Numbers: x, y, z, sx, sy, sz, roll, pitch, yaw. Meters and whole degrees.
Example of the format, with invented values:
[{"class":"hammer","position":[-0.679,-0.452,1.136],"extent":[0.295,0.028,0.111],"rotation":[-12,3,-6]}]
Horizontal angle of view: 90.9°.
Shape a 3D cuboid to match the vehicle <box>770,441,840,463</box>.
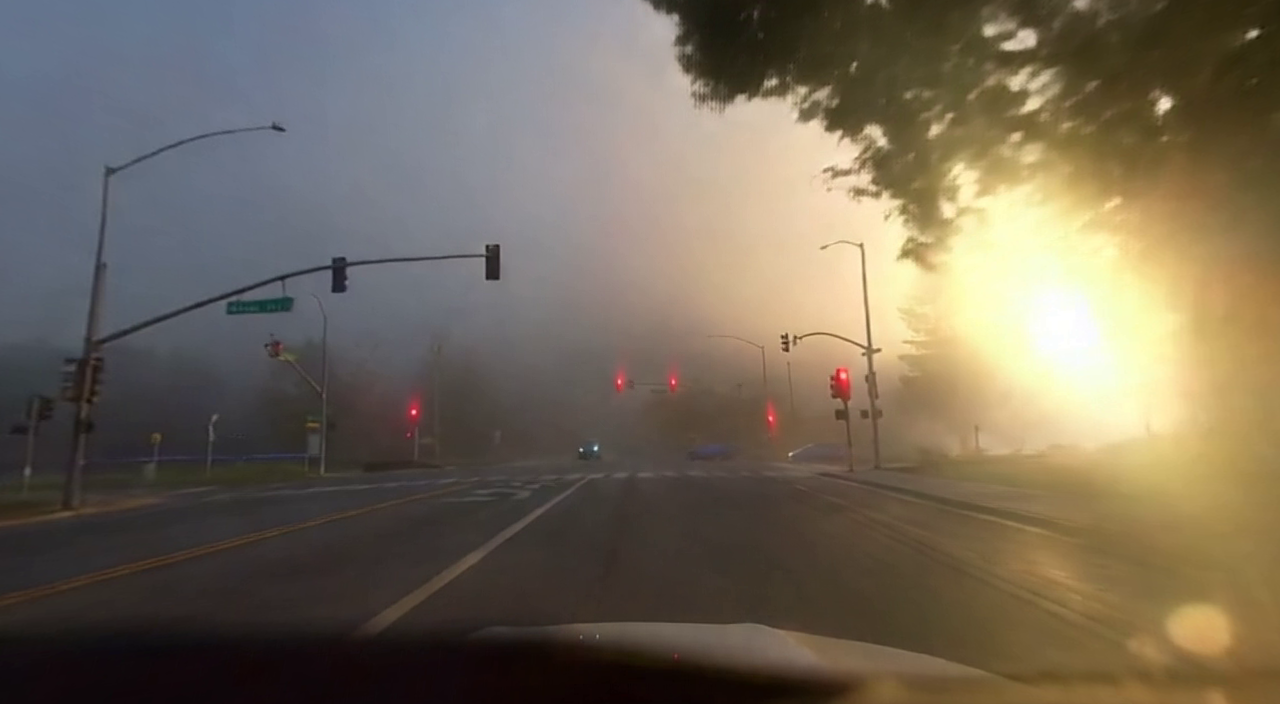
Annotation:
[{"class":"vehicle","position":[11.785,7.155,45.129],"extent":[4.528,1.482,1.864],"rotation":[3,-9,-19]}]
